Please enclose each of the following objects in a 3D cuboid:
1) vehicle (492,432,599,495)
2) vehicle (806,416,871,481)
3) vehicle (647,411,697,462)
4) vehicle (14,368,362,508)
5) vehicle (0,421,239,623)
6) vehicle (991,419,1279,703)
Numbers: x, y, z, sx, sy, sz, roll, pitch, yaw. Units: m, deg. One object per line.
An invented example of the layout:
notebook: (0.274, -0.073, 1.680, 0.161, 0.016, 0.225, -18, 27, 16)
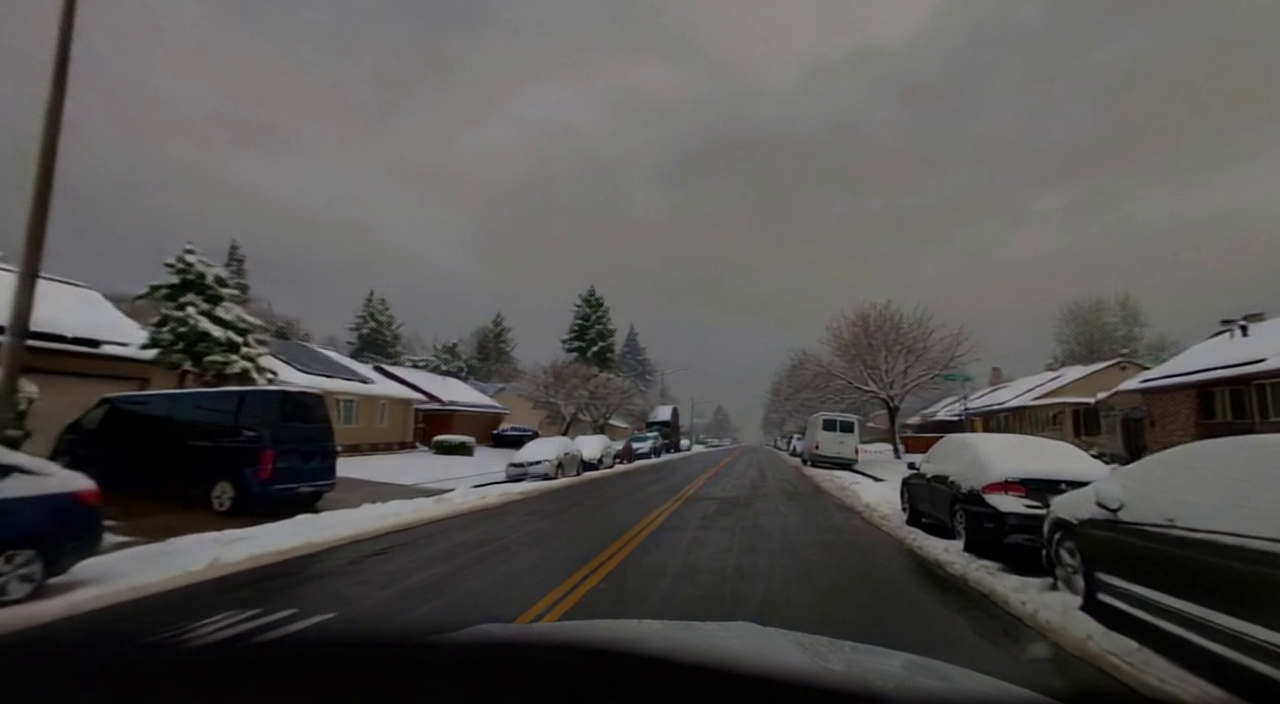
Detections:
vehicle: (-2.785, 3.389, 19.759, 1.901, 1.472, 4.676, -5, -6, 9)
vehicle: (8.484, 4.131, 27.330, 2.215, 2.542, 4.550, -1, -8, 12)
vehicle: (2.651, 6.643, 49.508, 2.896, 3.648, 8.004, -1, -8, 10)
vehicle: (-8.595, 1.656, 12.323, 5.210, 2.370, 2.336, -1, -7, 9)
vehicle: (-5.547, 1.260, 4.499, 1.848, 1.406, 4.601, -3, -6, 10)
vehicle: (3.755, 1.101, 3.208, 1.969, 1.478, 4.632, -1, -8, 10)
